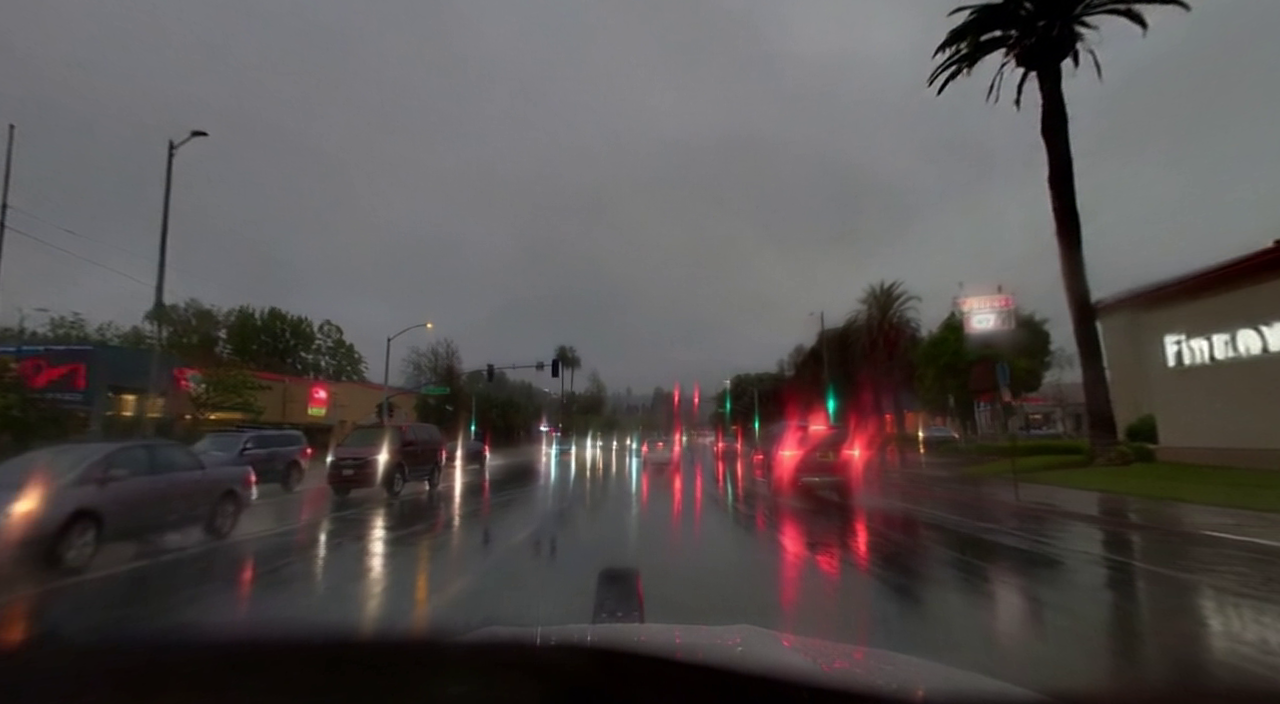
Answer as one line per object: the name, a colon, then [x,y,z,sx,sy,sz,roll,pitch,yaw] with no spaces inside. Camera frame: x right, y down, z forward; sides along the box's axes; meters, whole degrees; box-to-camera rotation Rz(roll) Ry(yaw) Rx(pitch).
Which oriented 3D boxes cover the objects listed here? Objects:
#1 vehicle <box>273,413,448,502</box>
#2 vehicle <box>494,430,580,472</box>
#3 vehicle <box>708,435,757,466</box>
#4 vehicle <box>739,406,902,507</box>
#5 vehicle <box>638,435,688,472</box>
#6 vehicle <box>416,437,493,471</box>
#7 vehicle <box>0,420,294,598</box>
vehicle: [-6.723,2.608,15.941,2.127,1.888,4.637,-1,-8,2]
vehicle: [-4.570,4.502,28.910,2.088,1.746,4.650,-3,-9,16]
vehicle: [4.775,5.134,33.073,2.149,1.532,4.168,-1,-8,3]
vehicle: [3.888,2.392,14.789,2.267,1.931,5.145,0,-8,0]
vehicle: [1.084,4.530,28.320,2.057,1.492,3.825,-1,-8,4]
vehicle: [-8.667,4.800,29.958,2.017,1.472,4.418,-1,-8,4]
vehicle: [-6.329,1.592,7.144,1.935,1.483,4.973,0,-8,1]
